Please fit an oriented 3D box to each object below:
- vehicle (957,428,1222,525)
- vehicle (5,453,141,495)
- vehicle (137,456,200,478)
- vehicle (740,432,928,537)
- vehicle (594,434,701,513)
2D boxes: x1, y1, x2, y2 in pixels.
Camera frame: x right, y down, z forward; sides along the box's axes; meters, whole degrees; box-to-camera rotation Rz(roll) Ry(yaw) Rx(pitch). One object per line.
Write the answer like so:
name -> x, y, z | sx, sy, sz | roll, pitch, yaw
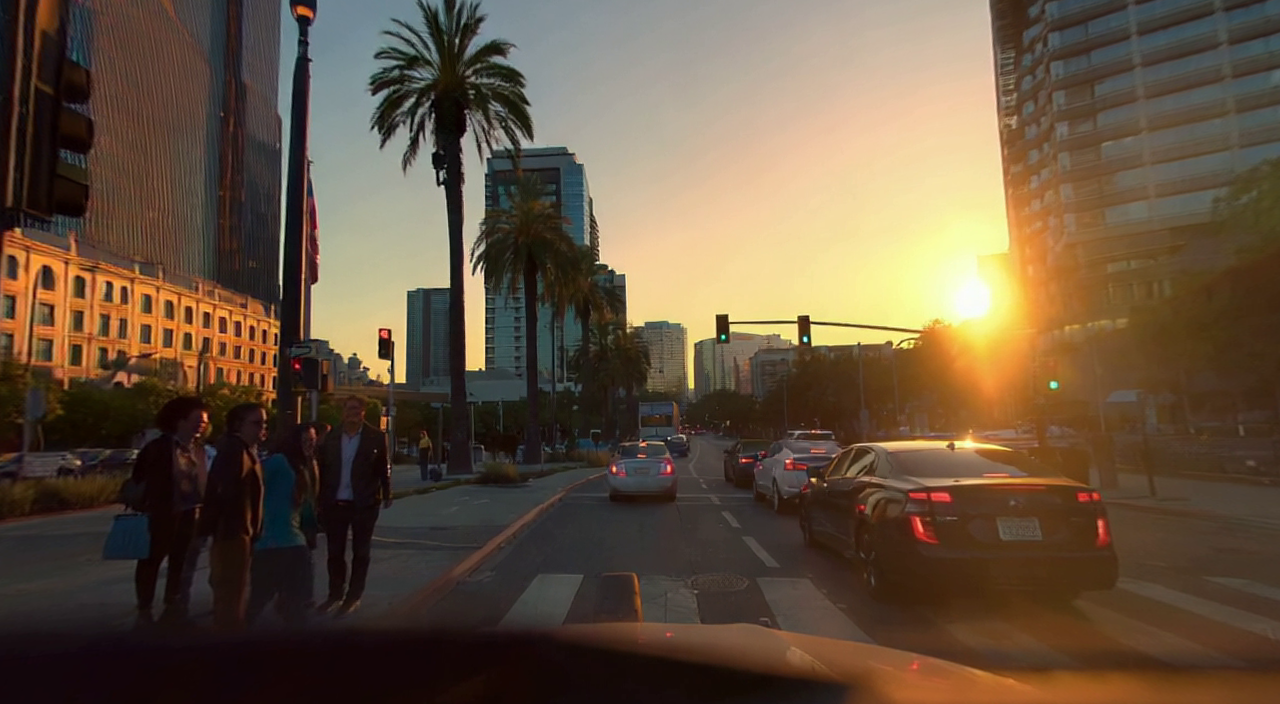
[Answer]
vehicle -> 8.177, 2.283, 12.089 | 1.859, 1.508, 4.259 | 0, -9, -1
vehicle -> -26.698, 5.719, 29.931 | 2.105, 1.793, 4.812 | 0, -9, -4
vehicle -> -36.768, 8.978, 49.222 | 1.700, 1.527, 4.445 | 1, -9, -4
vehicle -> 3.113, 2.222, 11.194 | 1.913, 1.469, 4.425 | 0, -9, 0
vehicle -> 0.177, 2.612, 13.994 | 2.048, 1.503, 3.681 | 0, -9, 1
